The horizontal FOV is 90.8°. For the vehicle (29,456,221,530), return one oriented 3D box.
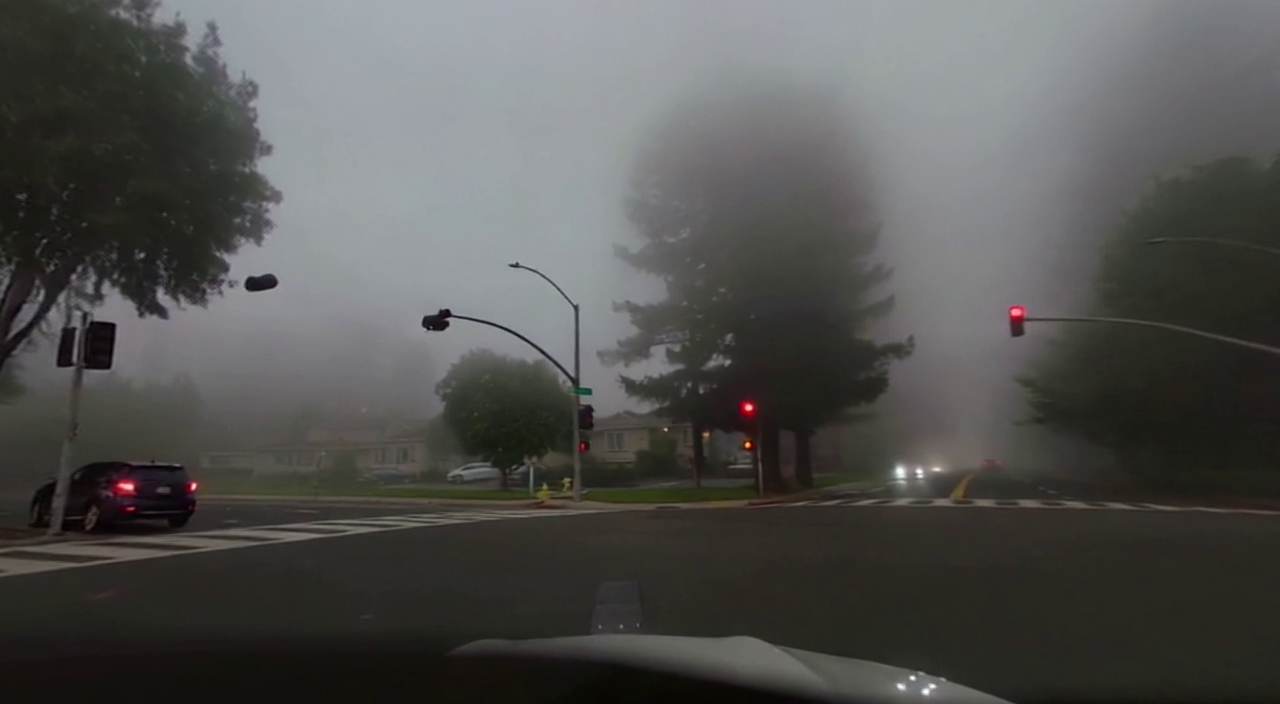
[{"bbox_3d":[-13.043,3.461,16.012,4.247,1.591,2.093,-4,-10,27],"label":"vehicle"}]
